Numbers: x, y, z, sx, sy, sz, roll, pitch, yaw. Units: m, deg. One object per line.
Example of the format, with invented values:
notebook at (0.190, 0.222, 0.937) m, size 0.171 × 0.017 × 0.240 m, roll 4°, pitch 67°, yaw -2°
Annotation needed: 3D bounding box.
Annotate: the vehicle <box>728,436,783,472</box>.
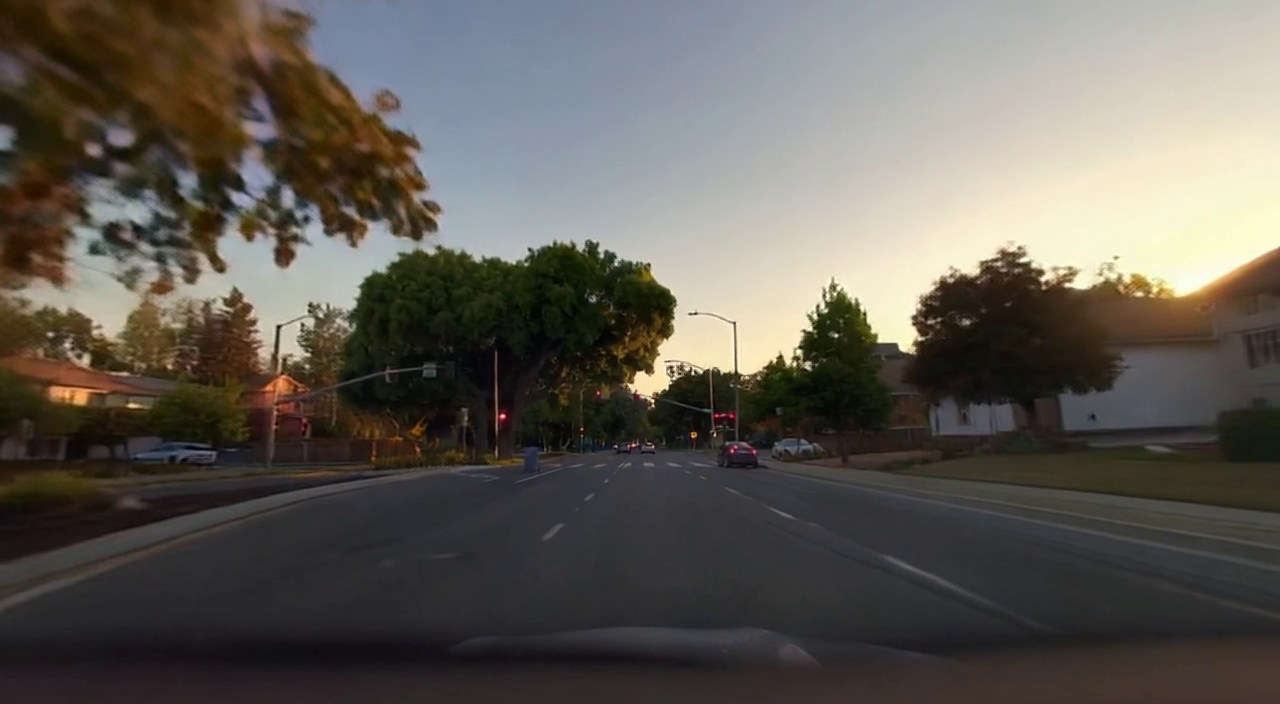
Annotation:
vehicle at (6.203, 5.555, 34.538) m, size 2.094 × 1.766 × 4.792 m, roll 0°, pitch -9°, yaw 0°
